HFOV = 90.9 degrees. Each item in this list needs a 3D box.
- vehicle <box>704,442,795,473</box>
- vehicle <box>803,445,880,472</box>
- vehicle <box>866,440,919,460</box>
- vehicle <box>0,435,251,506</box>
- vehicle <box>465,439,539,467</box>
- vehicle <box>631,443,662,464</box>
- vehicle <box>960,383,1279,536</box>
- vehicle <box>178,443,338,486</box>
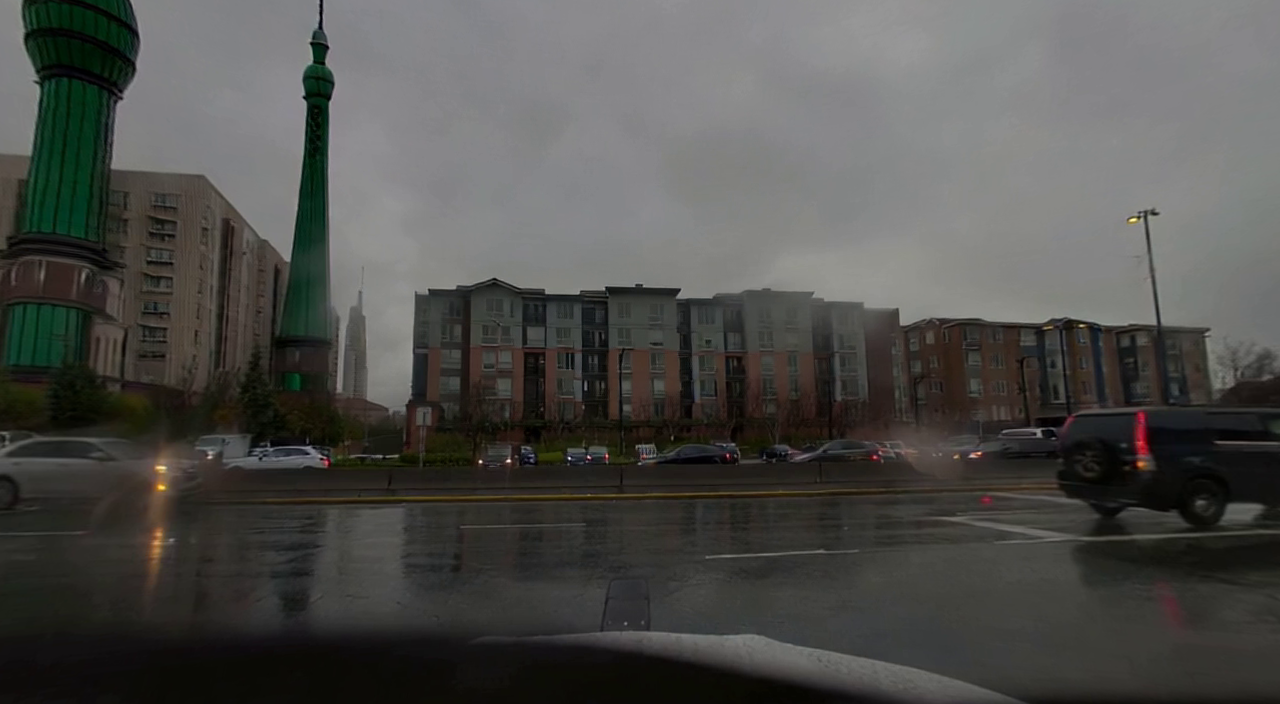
[{"bbox_3d":[6.678,6.474,38.733,5.127,1.803,2.011,1,-9,-9],"label":"vehicle"},{"bbox_3d":[12.764,6.730,39.960,4.215,1.575,1.884,2,-9,-11],"label":"vehicle"},{"bbox_3d":[19.808,7.738,49.643,2.133,1.494,4.108,1,-8,-5],"label":"vehicle"},{"bbox_3d":[-12.044,2.654,14.441,4.818,1.470,1.989,1,-9,-8],"label":"vehicle"},{"bbox_3d":[-10.171,7.459,46.568,4.920,1.956,1.865,-2,-9,14],"label":"vehicle"},{"bbox_3d":[0.434,7.580,47.135,1.845,1.509,3.855,1,-9,-6],"label":"vehicle"},{"bbox_3d":[8.236,1.678,10.175,4.885,2.081,2.342,1,-9,-9],"label":"vehicle"},{"bbox_3d":[-13.697,4.035,22.883,4.513,1.451,1.853,1,-9,-8],"label":"vehicle"}]
